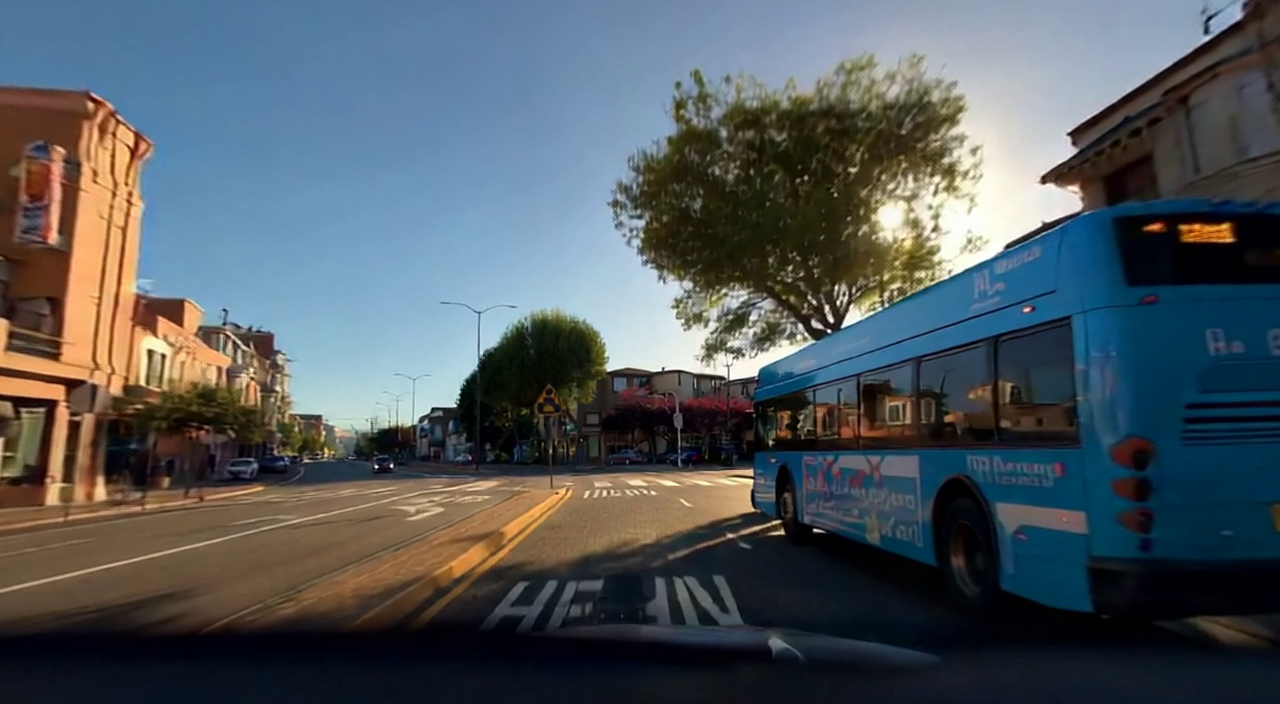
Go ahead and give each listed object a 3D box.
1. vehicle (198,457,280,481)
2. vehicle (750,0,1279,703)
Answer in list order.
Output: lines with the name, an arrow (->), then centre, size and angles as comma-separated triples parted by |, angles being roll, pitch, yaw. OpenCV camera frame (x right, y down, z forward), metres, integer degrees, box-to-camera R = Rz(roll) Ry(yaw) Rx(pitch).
vehicle -> -27.537, 7.995, 43.431 | 4.384, 1.500, 1.864 | 7, -11, -40
vehicle -> 3.479, 0.204, 3.051 | 3.194, 3.345, 12.428 | 0, -9, -2
